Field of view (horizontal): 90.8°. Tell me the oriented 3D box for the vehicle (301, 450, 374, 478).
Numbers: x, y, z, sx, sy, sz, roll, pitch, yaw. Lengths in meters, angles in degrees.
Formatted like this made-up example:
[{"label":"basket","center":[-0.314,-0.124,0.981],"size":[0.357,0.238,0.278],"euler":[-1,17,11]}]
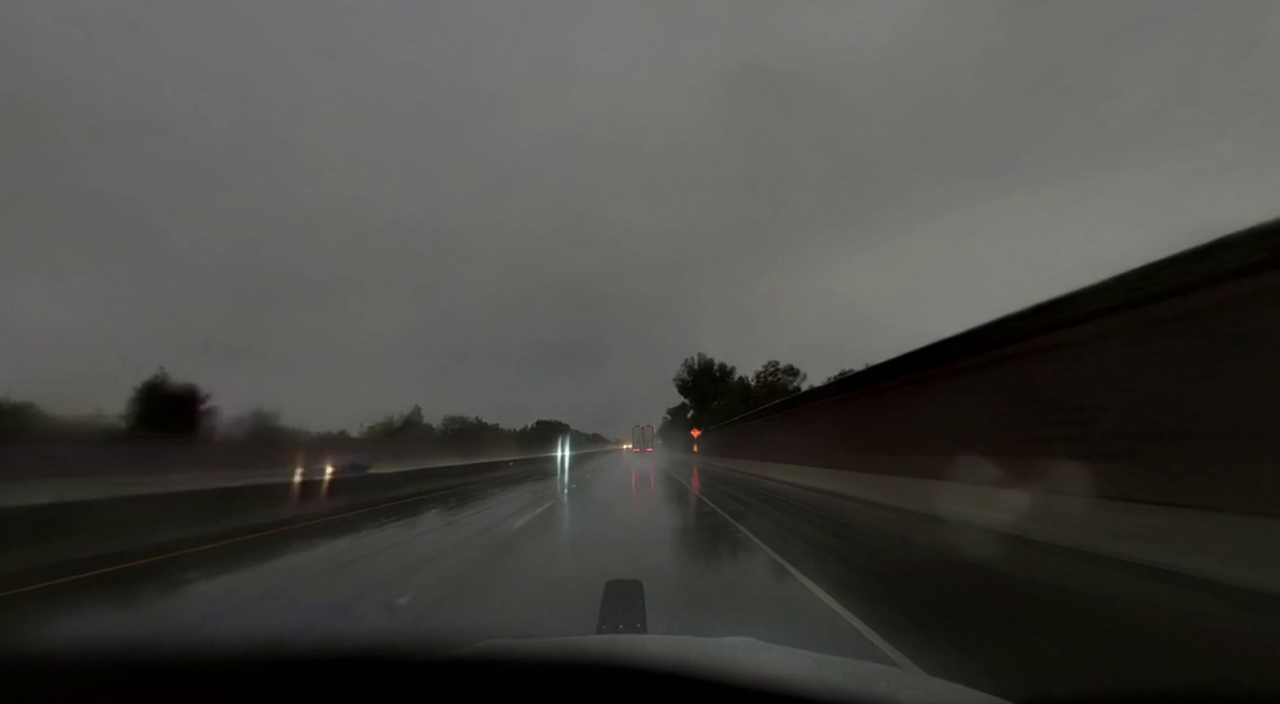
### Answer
[{"label":"vehicle","center":[-17.448,6.448,36.647],"size":[2.008,1.520,4.526],"euler":[0,-9,0]}]
